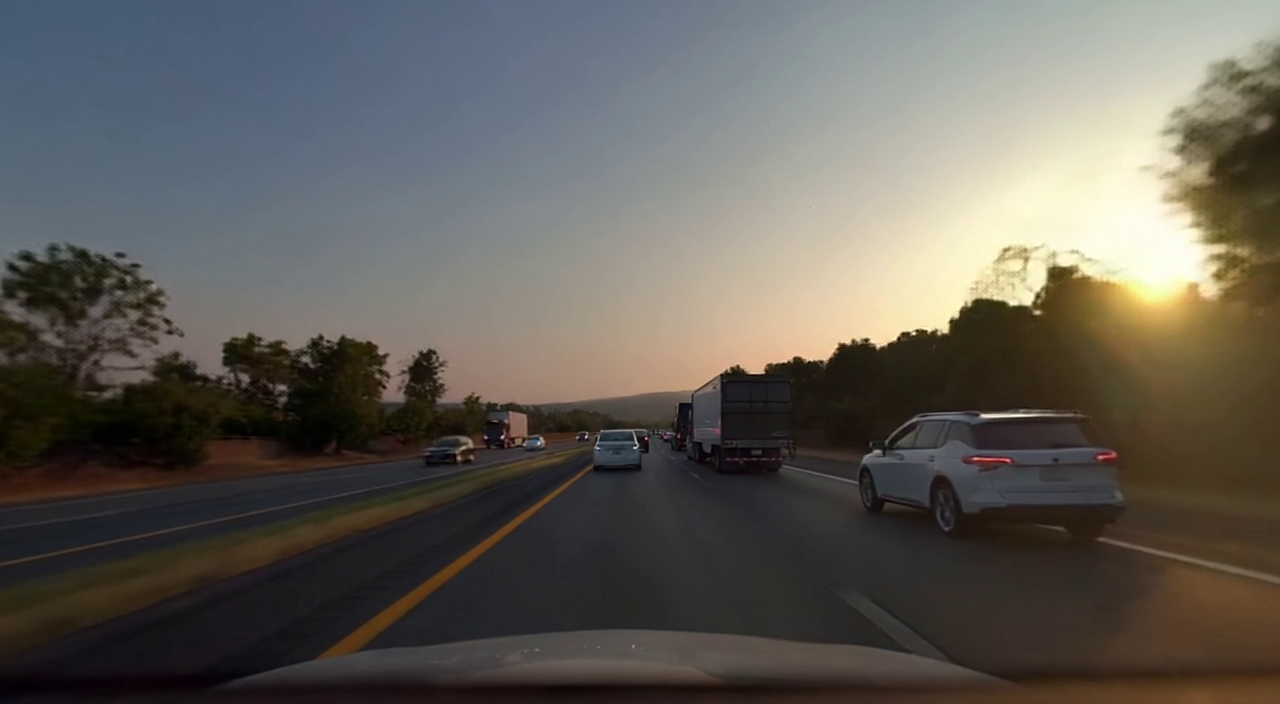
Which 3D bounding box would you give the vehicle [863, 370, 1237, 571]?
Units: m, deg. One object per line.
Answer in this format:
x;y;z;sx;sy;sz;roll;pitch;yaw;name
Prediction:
4.626;1.381;8.037;2.011;1.905;3.905;0;-8;-2;vehicle

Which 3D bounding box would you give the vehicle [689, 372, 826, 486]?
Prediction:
3.448;2.597;21.064;2.723;3.027;8.478;0;-8;-1;vehicle

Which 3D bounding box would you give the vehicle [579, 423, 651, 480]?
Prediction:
-0.742;3.185;20.567;2.082;1.638;4.055;0;-8;0;vehicle
